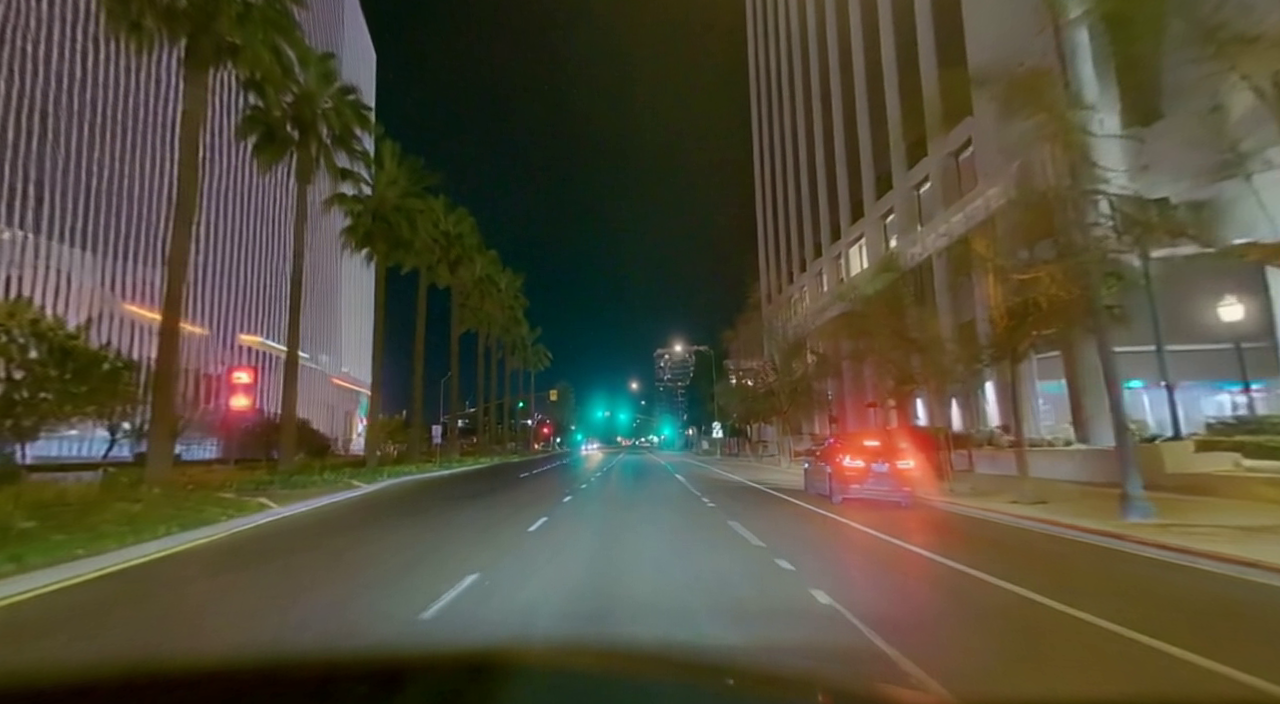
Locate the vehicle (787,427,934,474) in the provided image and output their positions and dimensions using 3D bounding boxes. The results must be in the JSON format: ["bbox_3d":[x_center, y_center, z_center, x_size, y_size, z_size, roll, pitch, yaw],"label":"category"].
[{"bbox_3d":[8.461,3.838,24.620,4.871,1.708,2.144,0,-8,-2],"label":"vehicle"}]
